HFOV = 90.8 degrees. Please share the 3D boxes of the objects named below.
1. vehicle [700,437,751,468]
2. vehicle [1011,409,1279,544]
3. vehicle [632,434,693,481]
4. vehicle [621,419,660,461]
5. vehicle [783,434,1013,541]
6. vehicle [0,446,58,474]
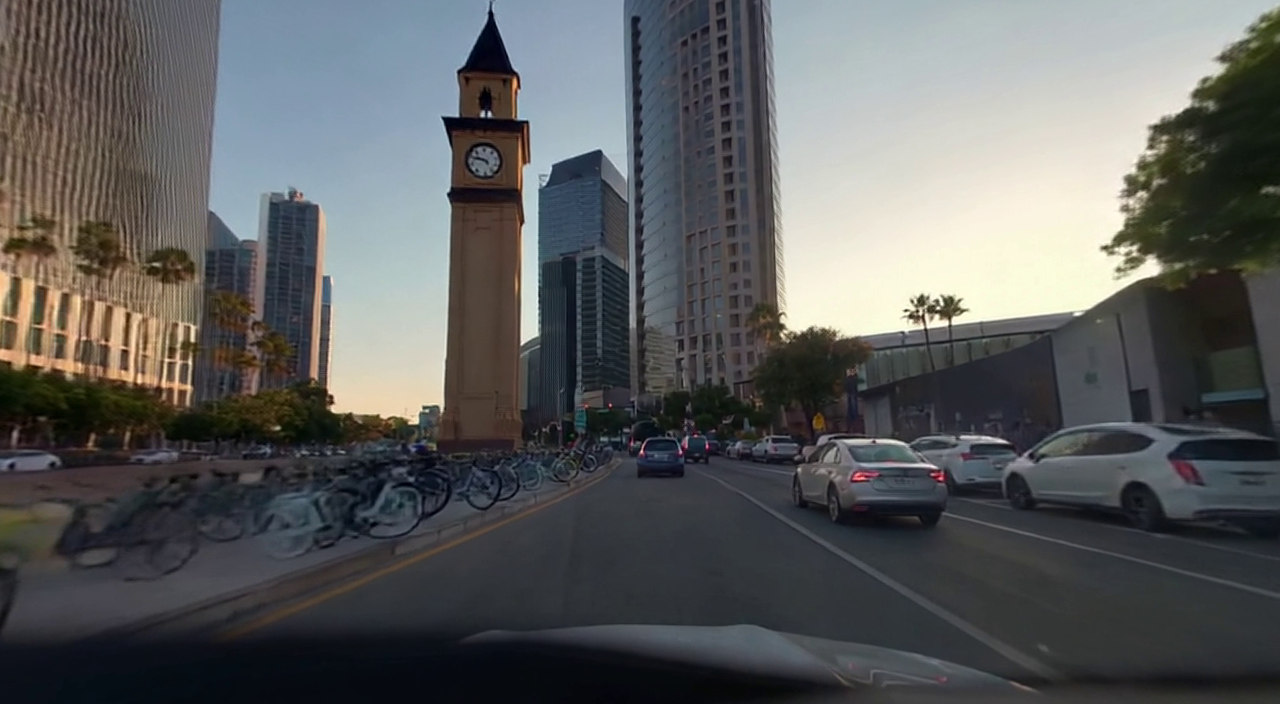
[{"bbox_3d":[4.743,5.646,35.689,1.981,1.572,4.718,0,-8,-3],"label":"vehicle"},{"bbox_3d":[9.302,2.161,11.666,2.041,1.941,4.884,0,-8,2],"label":"vehicle"},{"bbox_3d":[0.798,3.931,23.721,2.111,1.605,3.832,0,-8,1],"label":"vehicle"},{"bbox_3d":[-0.054,6.516,46.604,2.400,2.872,6.053,0,-8,-4],"label":"vehicle"},{"bbox_3d":[4.229,2.280,11.425,2.116,1.500,4.702,0,-8,-1],"label":"vehicle"},{"bbox_3d":[-41.522,7.108,41.850,2.006,1.732,4.736,1,-8,-10],"label":"vehicle"}]
